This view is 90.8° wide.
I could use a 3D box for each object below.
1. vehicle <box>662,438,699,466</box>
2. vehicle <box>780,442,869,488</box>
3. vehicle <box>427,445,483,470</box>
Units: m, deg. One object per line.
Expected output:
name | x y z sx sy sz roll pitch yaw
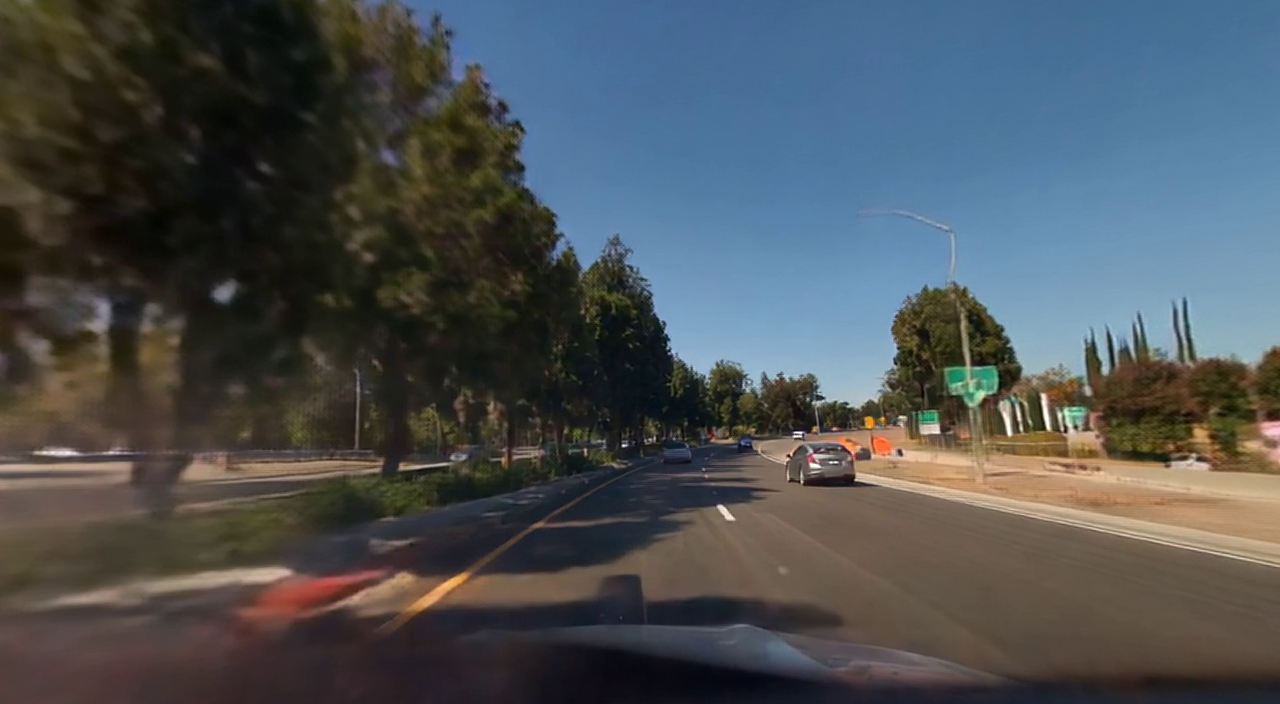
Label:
vehicle | 2.688 6.468 41.012 2.201 1.676 4.541 -1 -9 6
vehicle | 6.427 3.977 22.527 2.044 1.474 4.083 0 -8 2
vehicle | -13.158 7.516 45.244 2.186 1.628 4.551 -1 -9 6
